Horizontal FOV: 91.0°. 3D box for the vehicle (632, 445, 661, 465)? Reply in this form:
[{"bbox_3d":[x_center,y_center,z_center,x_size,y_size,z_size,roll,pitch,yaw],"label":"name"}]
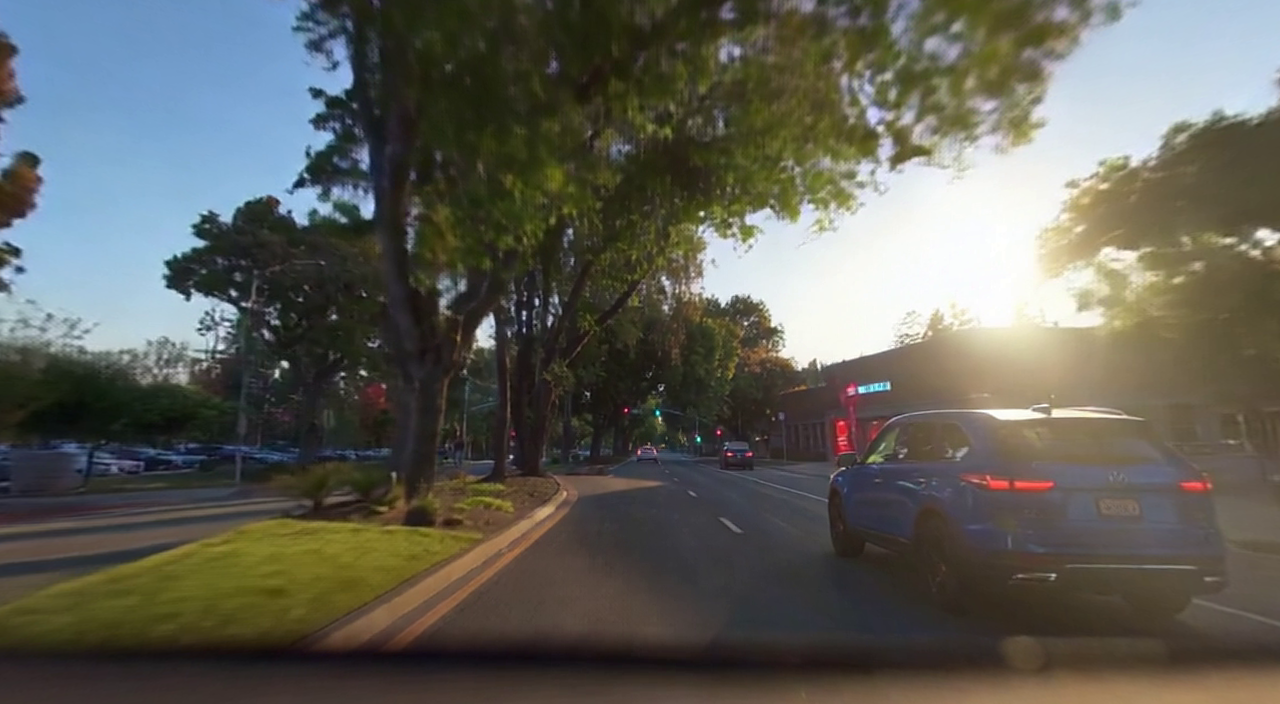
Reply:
[{"bbox_3d":[0.527,7.882,48.286,2.131,1.474,4.146,0,-8,1],"label":"vehicle"}]

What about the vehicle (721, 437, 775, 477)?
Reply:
[{"bbox_3d":[5.338,5.259,31.840,2.085,1.828,5.383,0,-8,3],"label":"vehicle"}]

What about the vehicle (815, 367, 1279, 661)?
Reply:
[{"bbox_3d":[3.393,1.344,6.255,2.033,1.865,4.360,0,-8,0],"label":"vehicle"}]
